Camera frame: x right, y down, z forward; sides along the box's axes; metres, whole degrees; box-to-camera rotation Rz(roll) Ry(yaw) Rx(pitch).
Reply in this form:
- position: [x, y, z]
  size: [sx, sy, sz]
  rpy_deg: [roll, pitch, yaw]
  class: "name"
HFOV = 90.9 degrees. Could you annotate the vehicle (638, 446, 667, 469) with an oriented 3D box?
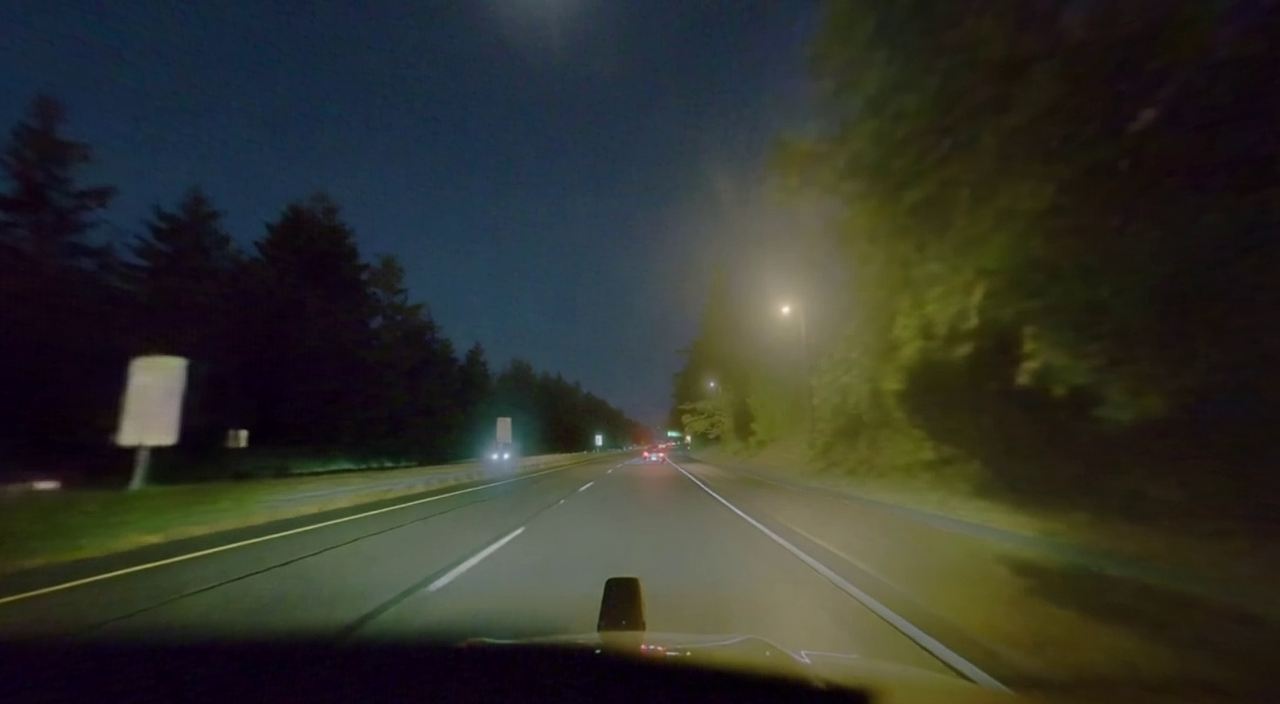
- position: [0.832, 7.291, 43.565]
  size: [1.934, 1.488, 3.832]
  rpy_deg: [0, -9, 1]
  class: "vehicle"
